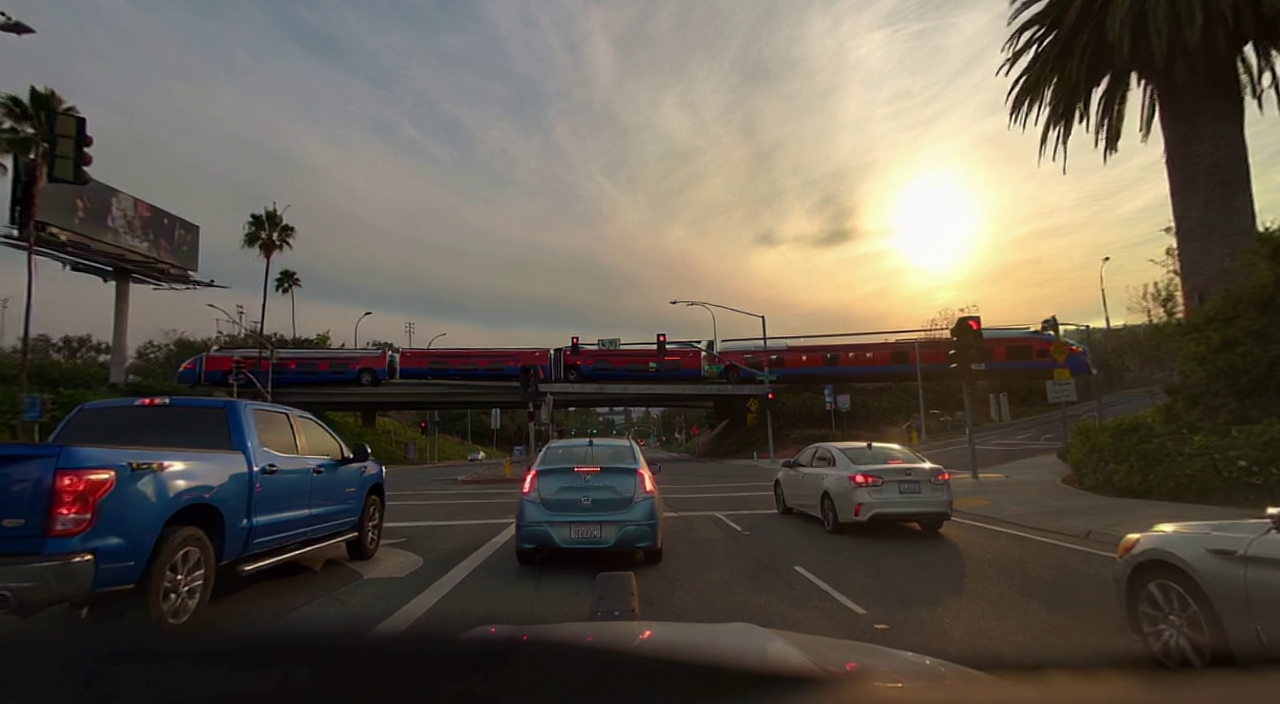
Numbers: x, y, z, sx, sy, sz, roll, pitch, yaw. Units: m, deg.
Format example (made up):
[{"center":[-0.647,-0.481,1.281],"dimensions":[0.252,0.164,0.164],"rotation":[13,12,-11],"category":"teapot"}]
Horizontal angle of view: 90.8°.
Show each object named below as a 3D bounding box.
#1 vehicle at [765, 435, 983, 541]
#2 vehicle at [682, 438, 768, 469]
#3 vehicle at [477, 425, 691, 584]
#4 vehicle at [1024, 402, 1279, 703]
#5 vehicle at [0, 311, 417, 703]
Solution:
[{"center":[3.704,2.223,11.069],"dimensions":[1.965,1.448,4.486],"rotation":[0,-9,-2],"category":"vehicle"},{"center":[4.217,5.140,32.082],"dimensions":[1.878,1.428,4.416],"rotation":[5,-10,-33],"category":"vehicle"},{"center":[-0.626,1.763,8.149],"dimensions":[2.035,1.491,4.090],"rotation":[0,-9,-3],"category":"vehicle"},{"center":[3.872,0.900,2.297],"dimensions":[2.052,1.496,4.541],"rotation":[0,-9,0],"category":"vehicle"},{"center":[-3.793,1.114,5.050],"dimensions":[2.078,1.838,5.448],"rotation":[0,-9,-1],"category":"vehicle"}]
